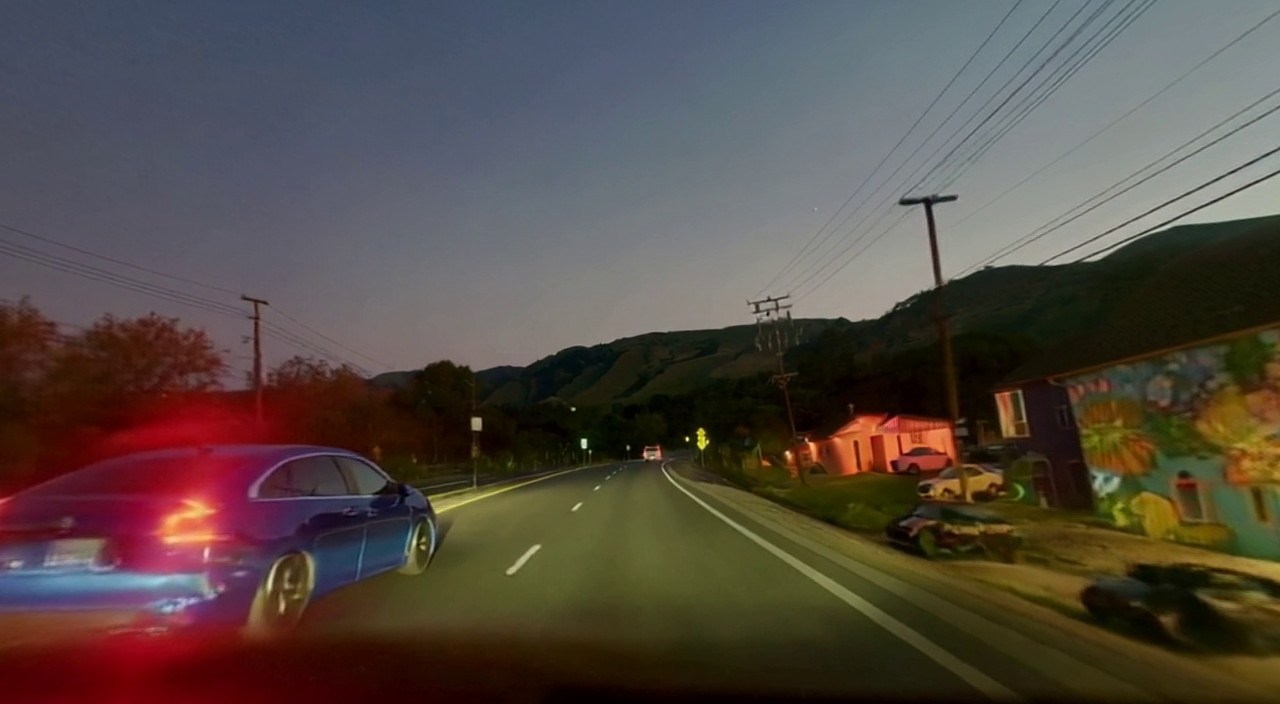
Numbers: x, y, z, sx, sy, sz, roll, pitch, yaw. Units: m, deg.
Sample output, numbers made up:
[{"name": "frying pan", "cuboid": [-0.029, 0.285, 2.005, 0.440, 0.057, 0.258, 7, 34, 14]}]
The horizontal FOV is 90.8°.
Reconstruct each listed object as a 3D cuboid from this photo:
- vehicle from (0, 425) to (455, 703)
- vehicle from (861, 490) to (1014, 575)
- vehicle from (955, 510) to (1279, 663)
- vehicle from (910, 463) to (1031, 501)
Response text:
[{"name": "vehicle", "cuboid": [-3.031, 1.382, 4.826, 1.972, 1.496, 4.150, 0, -9, 0]}, {"name": "vehicle", "cuboid": [7.282, 4.438, 15.992, 1.976, 1.563, 3.852, 0, -9, 0]}, {"name": "vehicle", "cuboid": [7.127, 3.512, 10.216, 1.791, 1.445, 4.412, 0, -9, 0]}, {"name": "vehicle", "cuboid": [16.829, 6.635, 32.389, 4.995, 1.794, 2.020, -1, -9, 4]}]
